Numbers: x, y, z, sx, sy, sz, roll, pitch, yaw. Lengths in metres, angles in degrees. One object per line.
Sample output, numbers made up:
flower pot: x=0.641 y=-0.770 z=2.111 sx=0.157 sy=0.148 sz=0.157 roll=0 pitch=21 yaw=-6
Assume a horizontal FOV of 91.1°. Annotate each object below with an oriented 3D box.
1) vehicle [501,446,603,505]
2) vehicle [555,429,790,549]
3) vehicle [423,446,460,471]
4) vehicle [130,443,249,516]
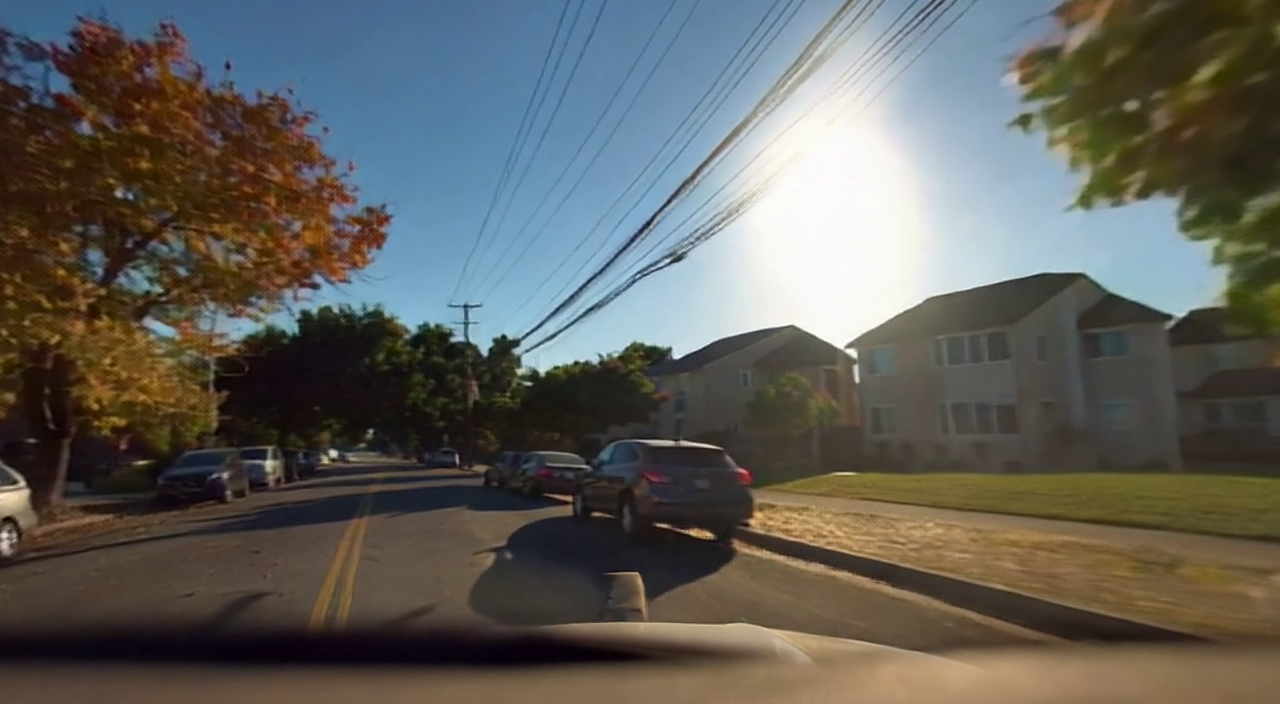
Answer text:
vehicle: x=-2.784 y=3.579 z=18.813 sx=1.868 sy=1.494 sz=4.652 roll=3 pitch=-9 yaw=-22
vehicle: x=0.246 y=2.317 z=11.489 sx=2.272 sy=1.626 sz=5.170 roll=5 pitch=-9 yaw=-22
vehicle: x=-15.517 y=8.347 z=48.962 sx=2.328 sy=1.730 sz=4.225 roll=3 pitch=-12 yaw=-22
vehicle: x=-14.434 y=4.008 z=20.465 sx=2.056 sy=1.876 sz=4.824 roll=1 pitch=-7 yaw=-22
